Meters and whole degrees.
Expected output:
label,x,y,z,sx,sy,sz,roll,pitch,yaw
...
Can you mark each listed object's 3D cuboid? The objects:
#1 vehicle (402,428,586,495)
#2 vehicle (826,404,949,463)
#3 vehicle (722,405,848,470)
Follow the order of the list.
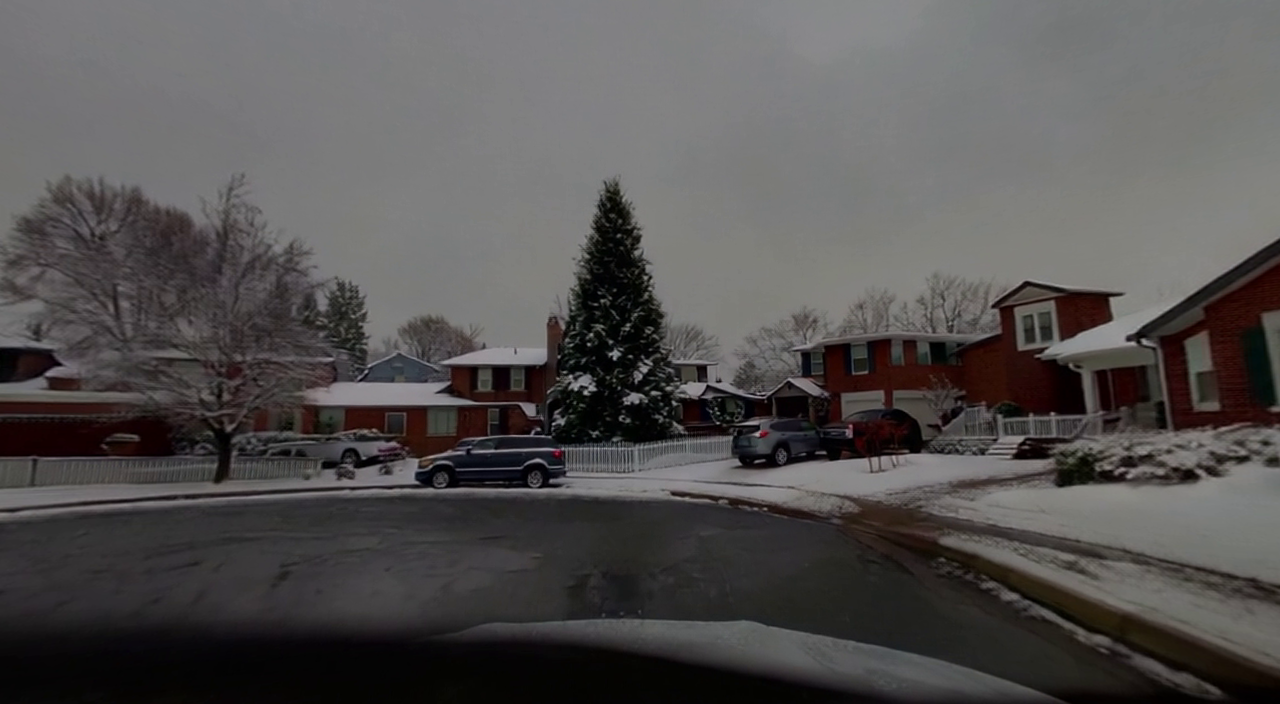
label,x,y,z,sx,sy,sz,roll,pitch,yaw
vehicle,-4.260,3.224,18.856,4.815,1.827,2.147,-1,-9,10
vehicle,8.454,2.785,21.426,4.495,1.773,2.152,8,-11,-44
vehicle,5.135,2.922,22.016,2.310,1.701,4.280,-9,-5,42
